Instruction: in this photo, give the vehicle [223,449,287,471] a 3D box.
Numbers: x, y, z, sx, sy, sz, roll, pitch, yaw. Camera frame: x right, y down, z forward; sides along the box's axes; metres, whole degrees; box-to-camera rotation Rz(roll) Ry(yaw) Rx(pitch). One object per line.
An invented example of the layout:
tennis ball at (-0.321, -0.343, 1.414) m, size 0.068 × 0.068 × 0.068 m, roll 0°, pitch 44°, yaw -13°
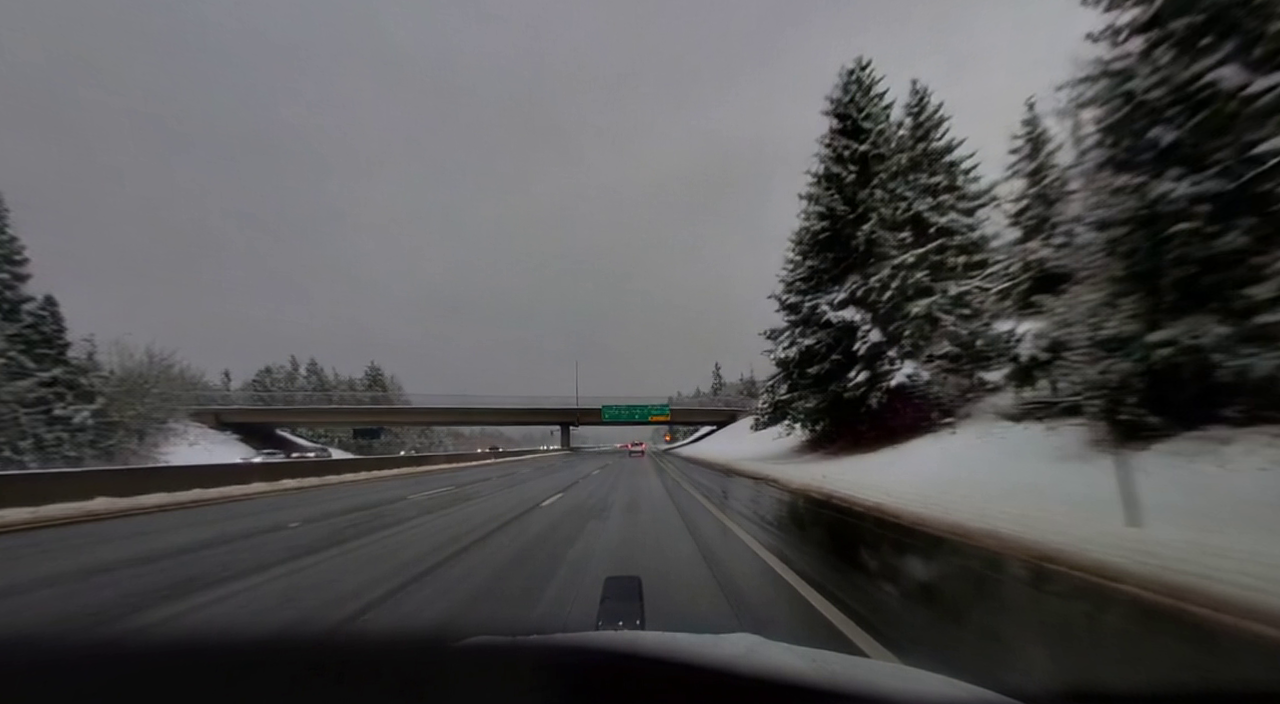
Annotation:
vehicle at (-28.504, 8.002, 46.838) m, size 1.857 × 1.518 × 4.503 m, roll 0°, pitch -9°, yaw 1°
